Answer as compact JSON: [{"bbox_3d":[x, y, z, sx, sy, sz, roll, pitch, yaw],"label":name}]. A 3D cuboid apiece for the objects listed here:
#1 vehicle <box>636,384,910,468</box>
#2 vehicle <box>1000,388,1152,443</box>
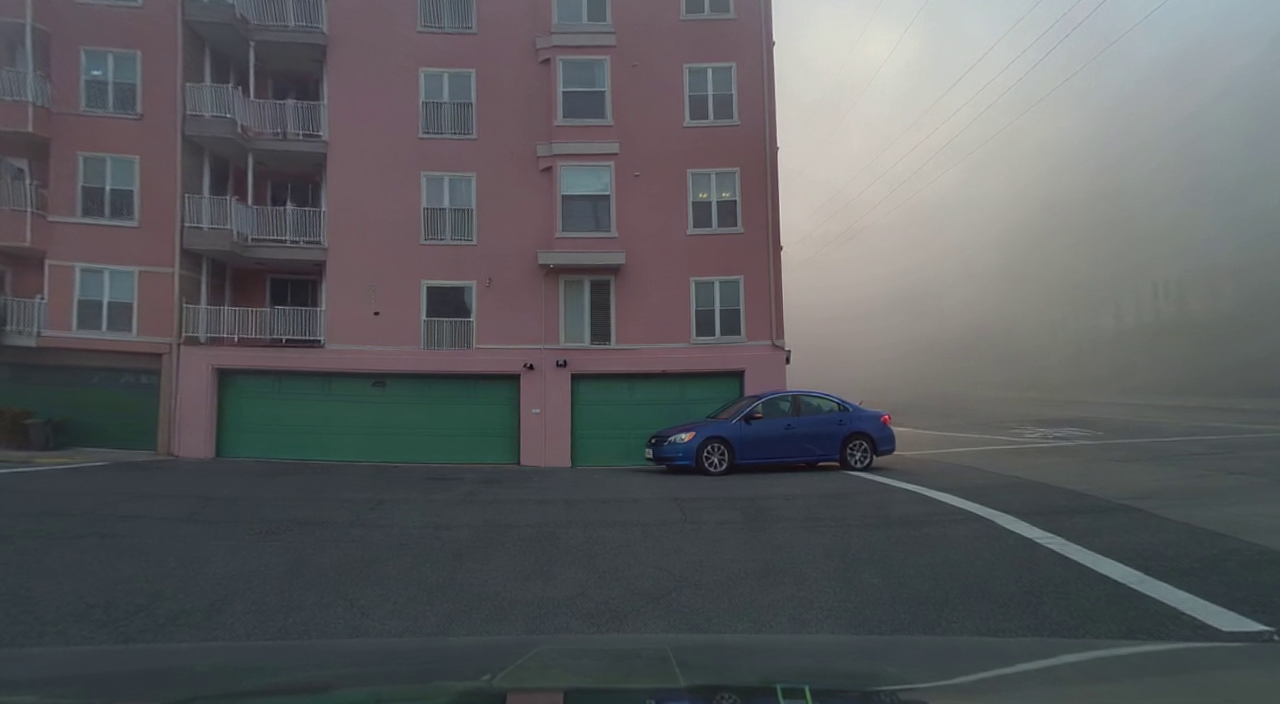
[{"bbox_3d":[2.287,1.409,11.840,4.697,1.444,1.825,0,-8,-1],"label":"vehicle"},{"bbox_3d":[15.668,2.312,22.821,3.905,1.475,2.057,-6,-7,-4],"label":"vehicle"}]
